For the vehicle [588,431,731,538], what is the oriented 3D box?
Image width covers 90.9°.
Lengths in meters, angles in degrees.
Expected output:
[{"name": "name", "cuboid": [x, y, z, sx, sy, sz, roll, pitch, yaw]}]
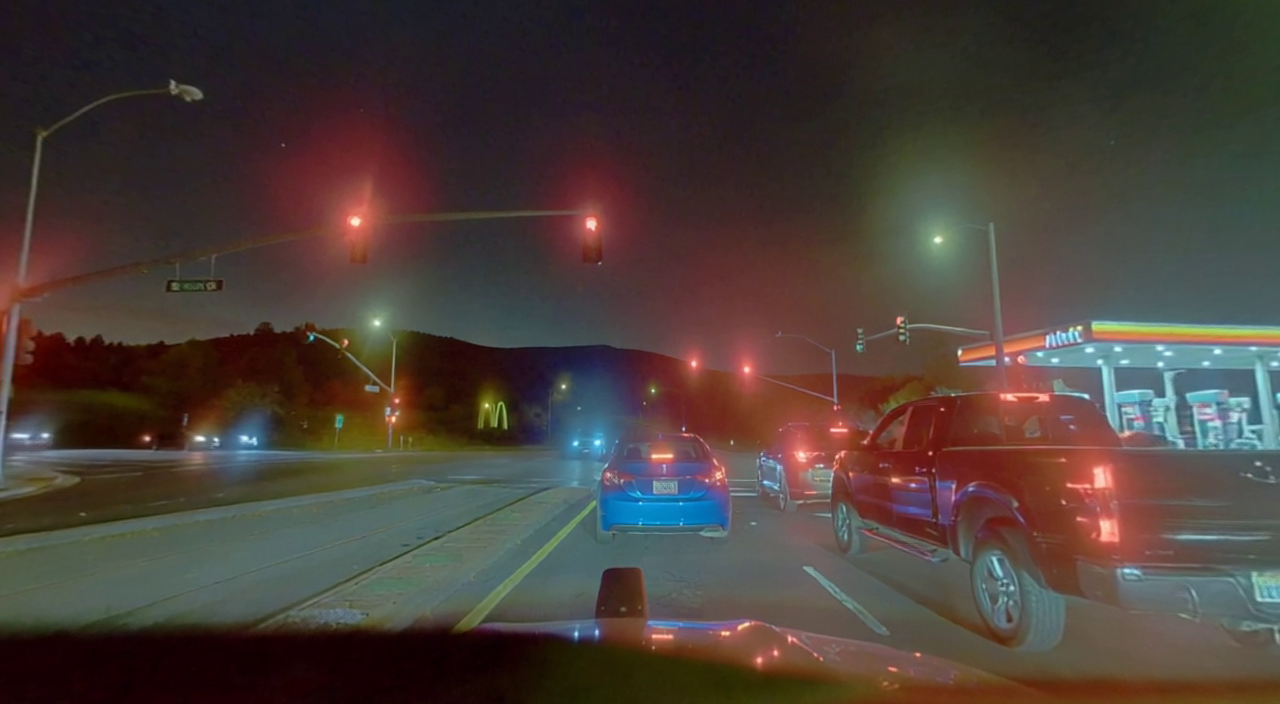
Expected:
[{"name": "vehicle", "cuboid": [0.269, 2.174, 10.954, 2.027, 1.494, 3.824, 0, -8, 0]}]

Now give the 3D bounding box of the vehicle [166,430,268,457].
[{"name": "vehicle", "cuboid": [-23.094, 5.034, 34.511, 4.326, 1.420, 1.798, -1, -8, 4]}]

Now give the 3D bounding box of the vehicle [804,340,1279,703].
[{"name": "vehicle", "cuboid": [3.539, 1.313, 6.108, 2.277, 1.871, 6.143, 0, -8, 0]}]

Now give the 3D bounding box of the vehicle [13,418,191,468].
[{"name": "vehicle", "cuboid": [-19.682, 3.361, 23.229, 4.742, 1.720, 2.107, -1, -8, 5]}]
